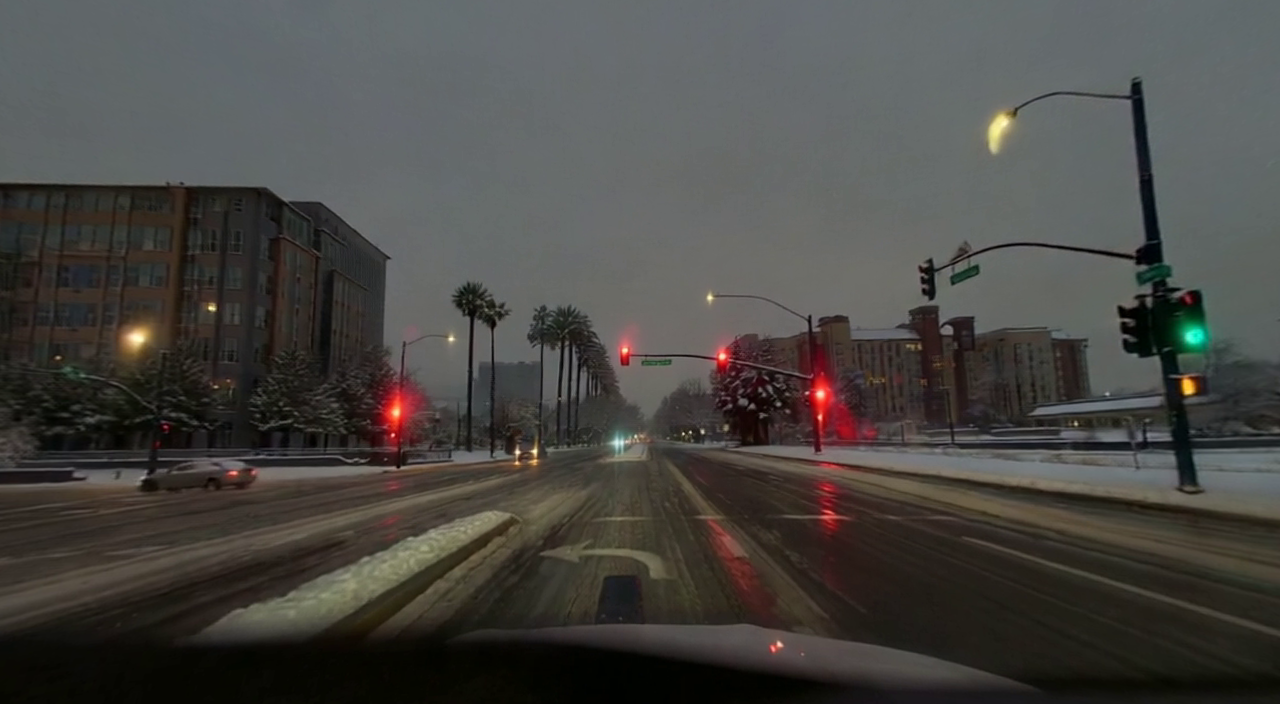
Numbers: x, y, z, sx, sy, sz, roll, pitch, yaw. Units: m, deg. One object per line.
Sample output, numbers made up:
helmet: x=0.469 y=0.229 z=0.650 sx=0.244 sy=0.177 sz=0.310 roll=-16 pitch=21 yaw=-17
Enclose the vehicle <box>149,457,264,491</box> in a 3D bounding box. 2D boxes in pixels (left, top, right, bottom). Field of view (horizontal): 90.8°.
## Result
vehicle: x=-20.785 y=5.822 z=30.347 sx=4.386 sy=1.481 sz=2.037 roll=-2 pitch=-9 yaw=13
